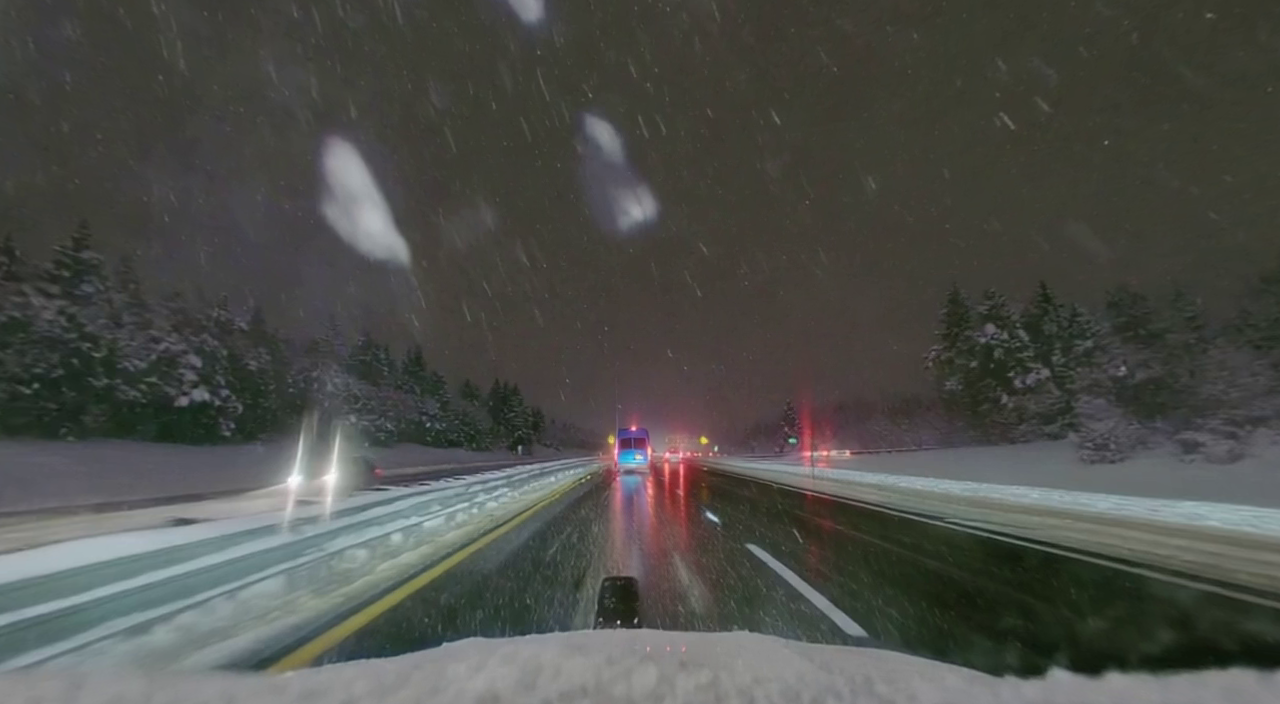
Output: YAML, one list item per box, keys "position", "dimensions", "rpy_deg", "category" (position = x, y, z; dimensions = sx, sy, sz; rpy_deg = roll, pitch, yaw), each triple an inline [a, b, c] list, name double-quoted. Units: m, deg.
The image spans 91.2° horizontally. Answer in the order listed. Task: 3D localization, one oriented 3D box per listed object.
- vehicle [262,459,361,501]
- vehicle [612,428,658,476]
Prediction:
- position: [-13.418, 5.222, 25.883]
  dimensions: [1.941, 1.503, 3.919]
  rpy_deg: [0, -9, 0]
  category: "vehicle"
- position: [-0.300, 6.012, 37.768]
  dimensions: [2.560, 2.598, 5.581]
  rpy_deg: [0, -9, 0]
  category: "vehicle"
